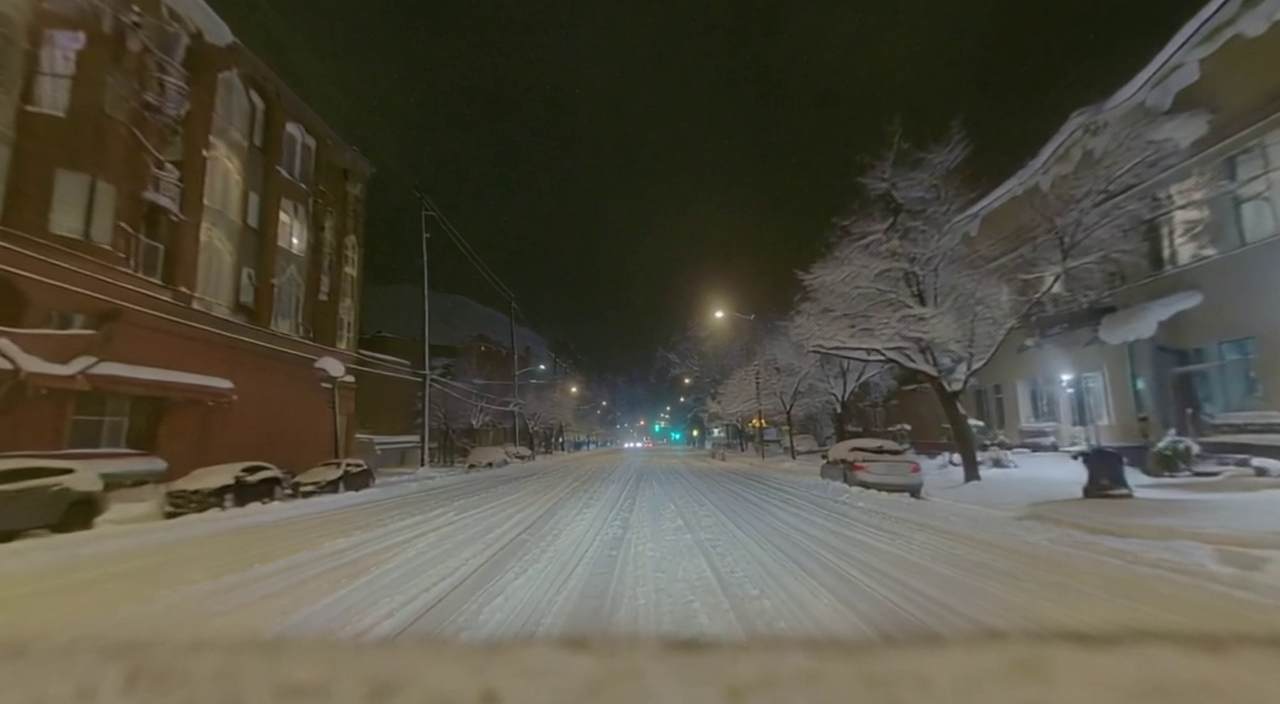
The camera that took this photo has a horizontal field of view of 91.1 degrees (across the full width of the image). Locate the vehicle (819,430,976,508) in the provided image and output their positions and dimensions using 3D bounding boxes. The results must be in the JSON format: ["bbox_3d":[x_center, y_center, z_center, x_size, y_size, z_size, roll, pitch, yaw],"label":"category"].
[{"bbox_3d":[6.669,3.078,17.133,2.078,1.766,5.474,-1,-8,2],"label":"vehicle"}]

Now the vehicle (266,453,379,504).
[{"bbox_3d":[-11.935,4.734,23.995,1.902,1.525,4.821,-4,-8,-1],"label":"vehicle"}]

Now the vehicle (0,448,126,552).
[{"bbox_3d":[-11.963,2.656,11.115,1.979,1.759,4.435,-4,-8,0],"label":"vehicle"}]

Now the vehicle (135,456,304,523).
[{"bbox_3d":[-11.867,3.867,18.191,1.876,1.502,4.506,-3,-9,-1],"label":"vehicle"}]

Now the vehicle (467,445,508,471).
[{"bbox_3d":[-11.874,8.253,49.109,1.939,1.783,4.763,-4,-8,1],"label":"vehicle"}]
